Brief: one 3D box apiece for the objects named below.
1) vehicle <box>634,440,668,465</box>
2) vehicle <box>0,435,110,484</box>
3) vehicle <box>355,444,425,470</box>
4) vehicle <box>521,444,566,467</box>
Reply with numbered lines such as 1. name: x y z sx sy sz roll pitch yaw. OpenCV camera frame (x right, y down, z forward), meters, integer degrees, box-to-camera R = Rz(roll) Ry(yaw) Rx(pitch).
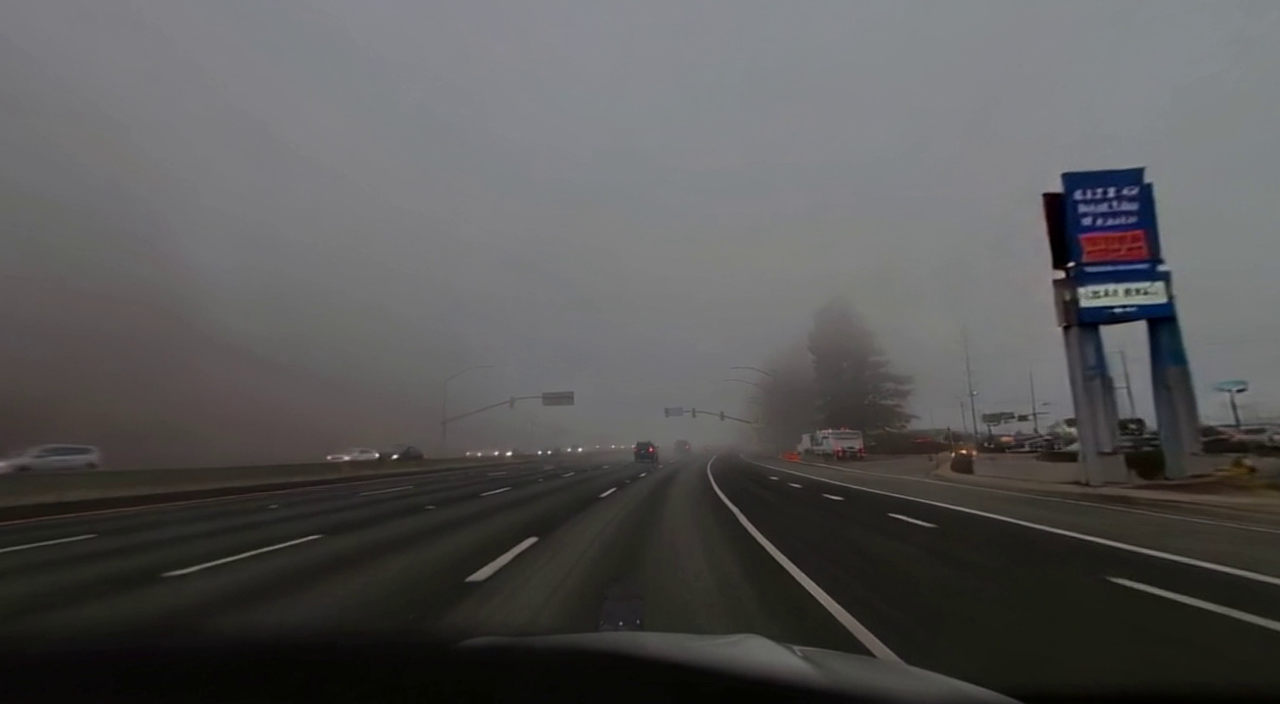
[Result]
1. vehicle: 0.859 7.520 47.351 2.139 1.782 4.079 -1 -9 7
2. vehicle: -23.541 4.105 24.357 2.090 1.720 4.470 -1 -9 5
3. vehicle: -15.452 6.481 39.355 1.933 1.490 4.704 -1 -9 7
4. vehicle: -6.685 7.189 44.096 1.903 1.451 4.461 -1 -9 7
